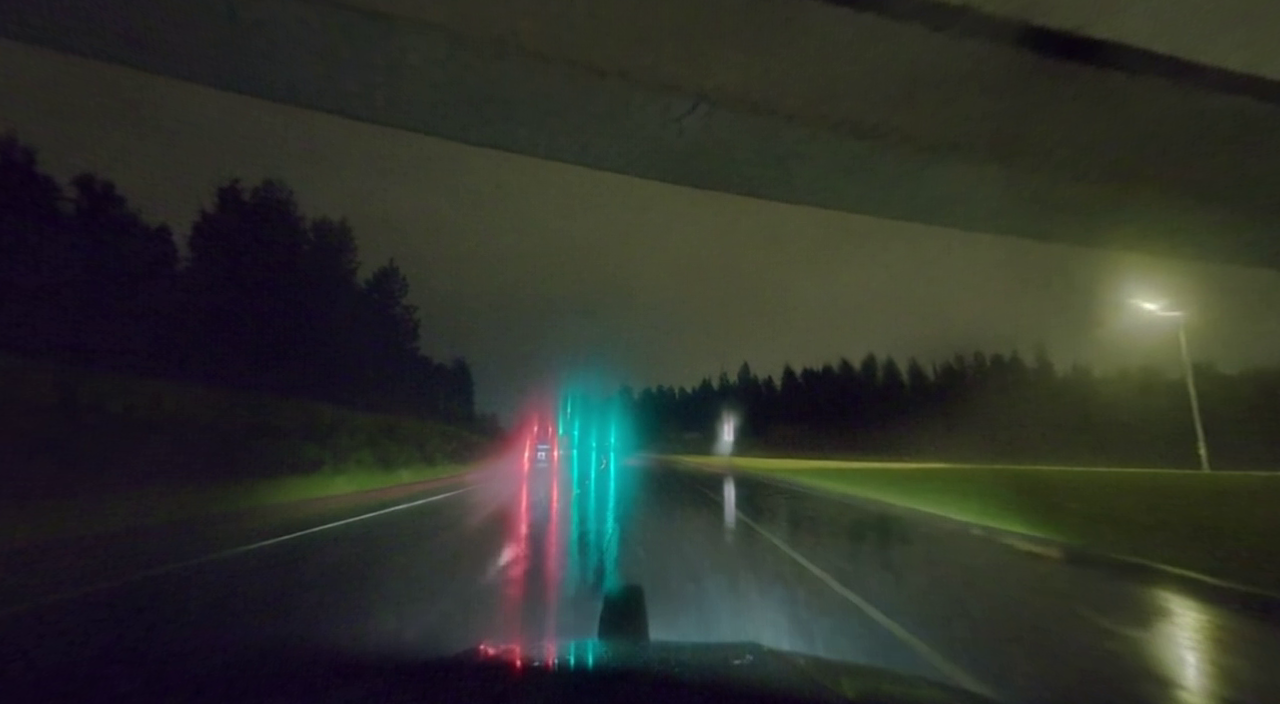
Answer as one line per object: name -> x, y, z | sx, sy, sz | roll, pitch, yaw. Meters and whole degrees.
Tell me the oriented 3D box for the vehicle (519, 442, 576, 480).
vehicle -> -3.943, 4.715, 27.617 | 1.968, 1.503, 4.443 | 0, -8, -1
